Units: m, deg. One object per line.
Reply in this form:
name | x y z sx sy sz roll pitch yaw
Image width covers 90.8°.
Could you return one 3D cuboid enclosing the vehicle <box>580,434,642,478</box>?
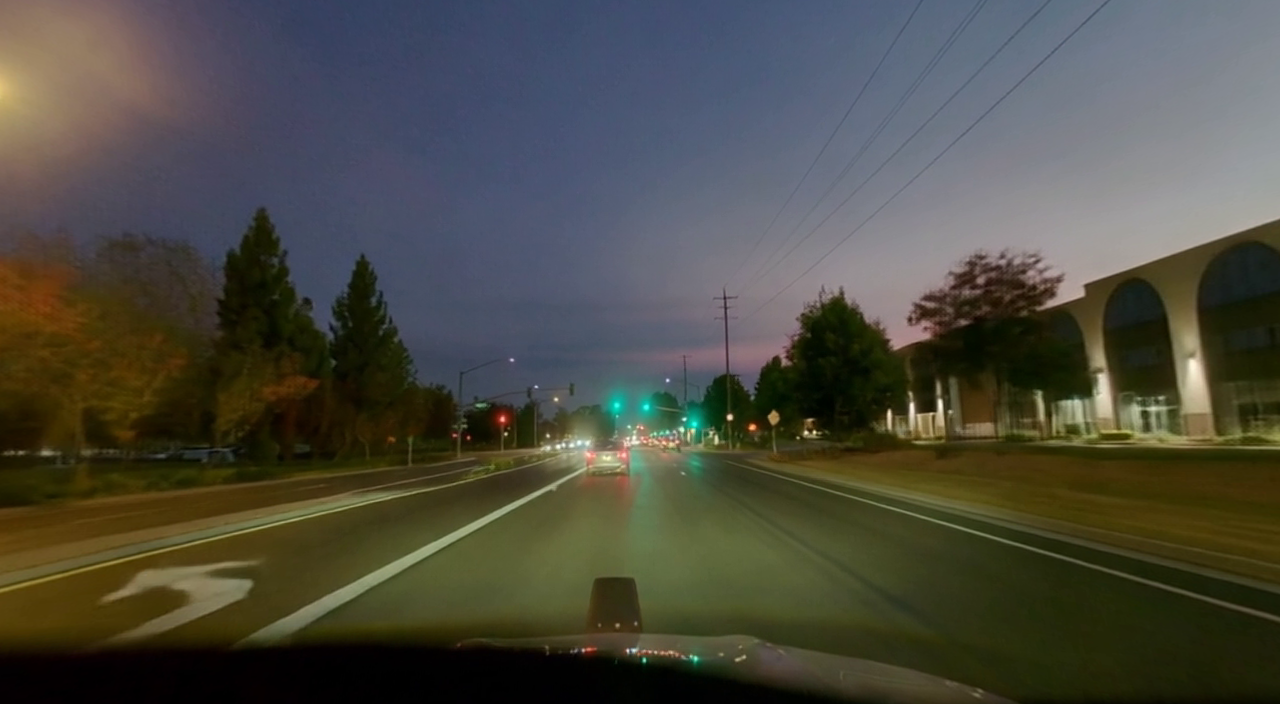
vehicle | -0.993 3.776 23.157 2.075 1.470 3.962 0 -8 -1
